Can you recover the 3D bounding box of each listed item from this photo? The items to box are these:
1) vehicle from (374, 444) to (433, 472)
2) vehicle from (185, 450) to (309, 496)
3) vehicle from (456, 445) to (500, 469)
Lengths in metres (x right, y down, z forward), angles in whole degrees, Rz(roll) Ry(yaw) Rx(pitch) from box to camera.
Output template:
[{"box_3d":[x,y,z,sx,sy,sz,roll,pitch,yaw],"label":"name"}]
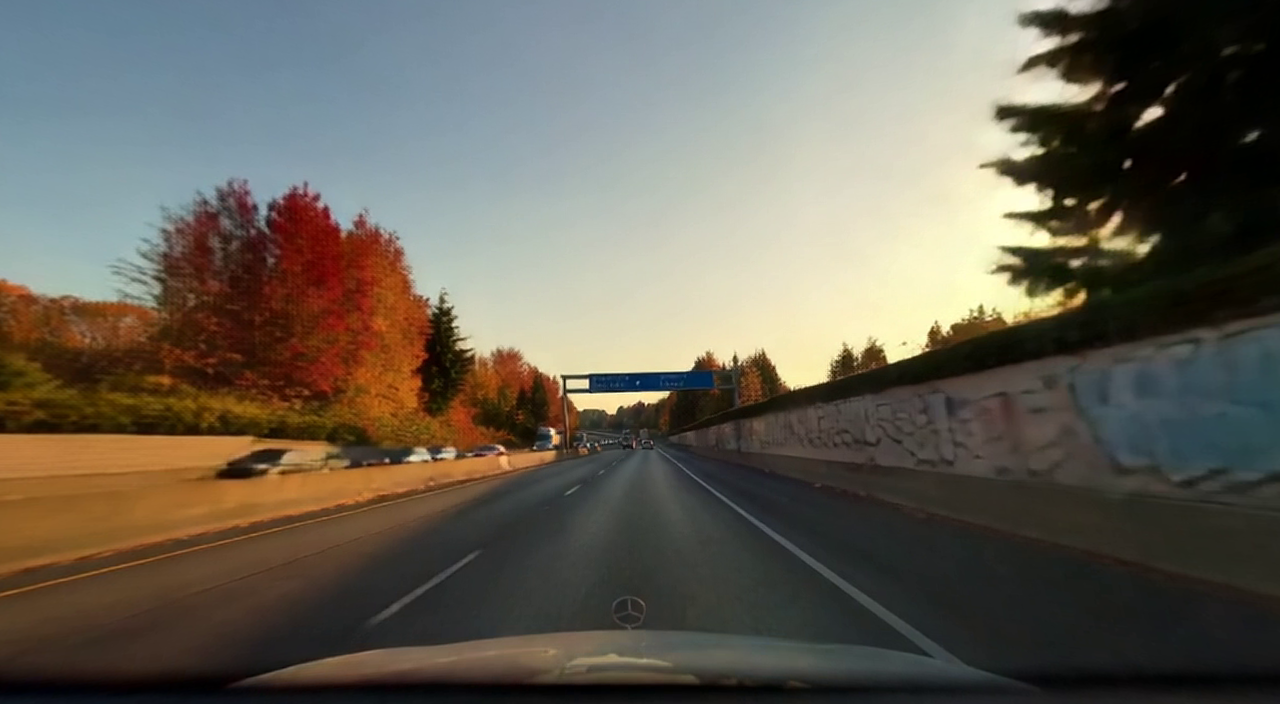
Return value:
[{"box_3d":[-14.554,6.538,38.956,1.924,1.609,4.275,0,-8,1],"label":"vehicle"},{"box_3d":[-14.684,4.512,23.859,1.796,1.495,4.504,0,-8,0],"label":"vehicle"},{"box_3d":[-10.666,6.905,41.682,1.768,1.469,3.813,0,-8,3],"label":"vehicle"}]
